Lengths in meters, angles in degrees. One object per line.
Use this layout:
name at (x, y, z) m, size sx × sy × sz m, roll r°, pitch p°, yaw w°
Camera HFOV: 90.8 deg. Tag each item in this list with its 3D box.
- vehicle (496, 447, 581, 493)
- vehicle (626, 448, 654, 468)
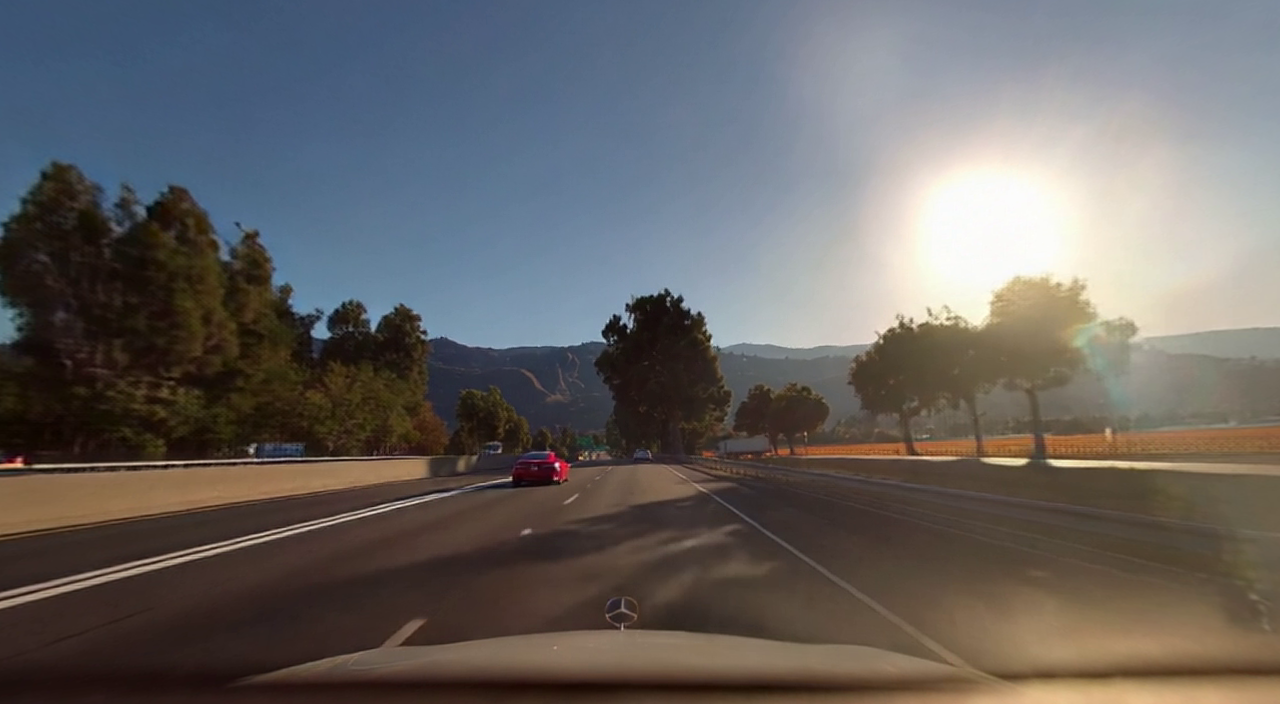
vehicle at (-3.492, 4.165, 22.728) m, size 2.170 × 1.451 × 4.584 m, roll 0°, pitch -9°, yaw 2°
vehicle at (-0.005, 8.162, 48.677) m, size 2.079 × 1.450 × 3.942 m, roll 0°, pitch -9°, yaw 0°
